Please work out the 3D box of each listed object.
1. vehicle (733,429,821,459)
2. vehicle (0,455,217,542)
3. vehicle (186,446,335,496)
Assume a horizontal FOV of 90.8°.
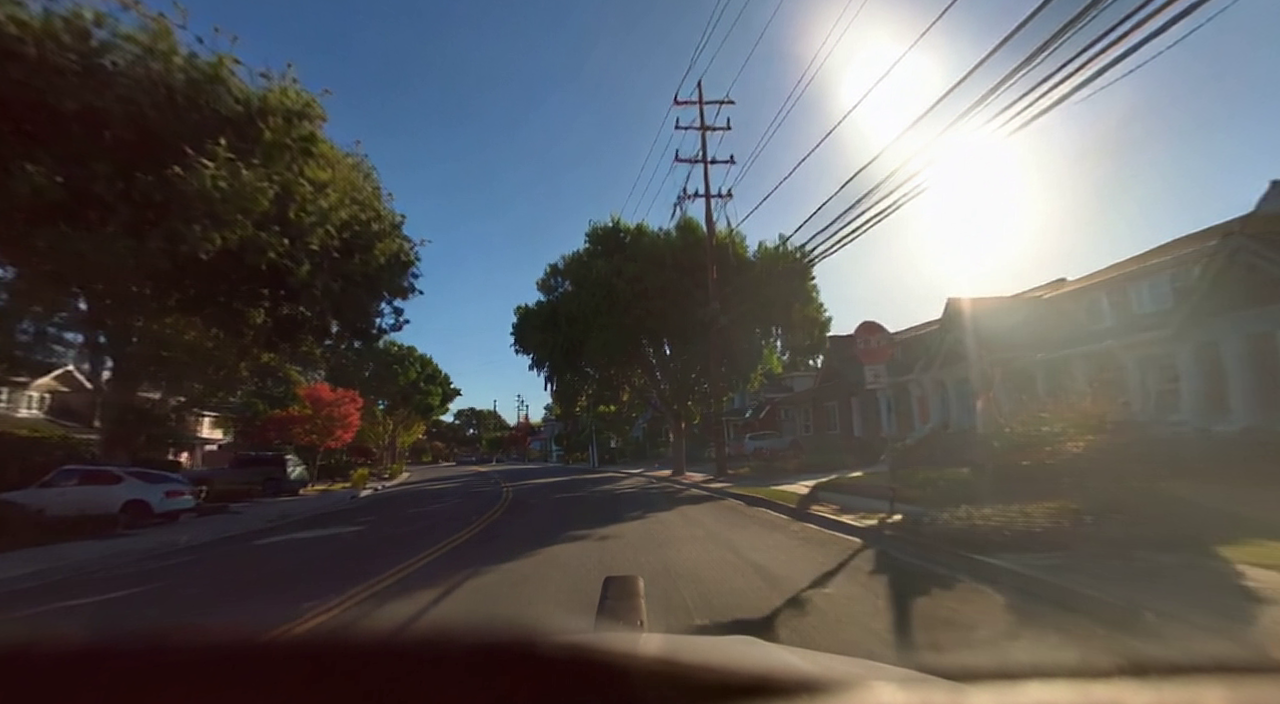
[{"bbox_3d":[7.793,5.307,36.310,4.566,1.623,1.906,0,-8,0],"label":"vehicle"},{"bbox_3d":[-11.792,3.066,13.837,2.390,1.431,4.253,0,-8,-6],"label":"vehicle"},{"bbox_3d":[-14.510,4.551,24.363,4.321,1.772,2.161,-1,-8,2],"label":"vehicle"}]
